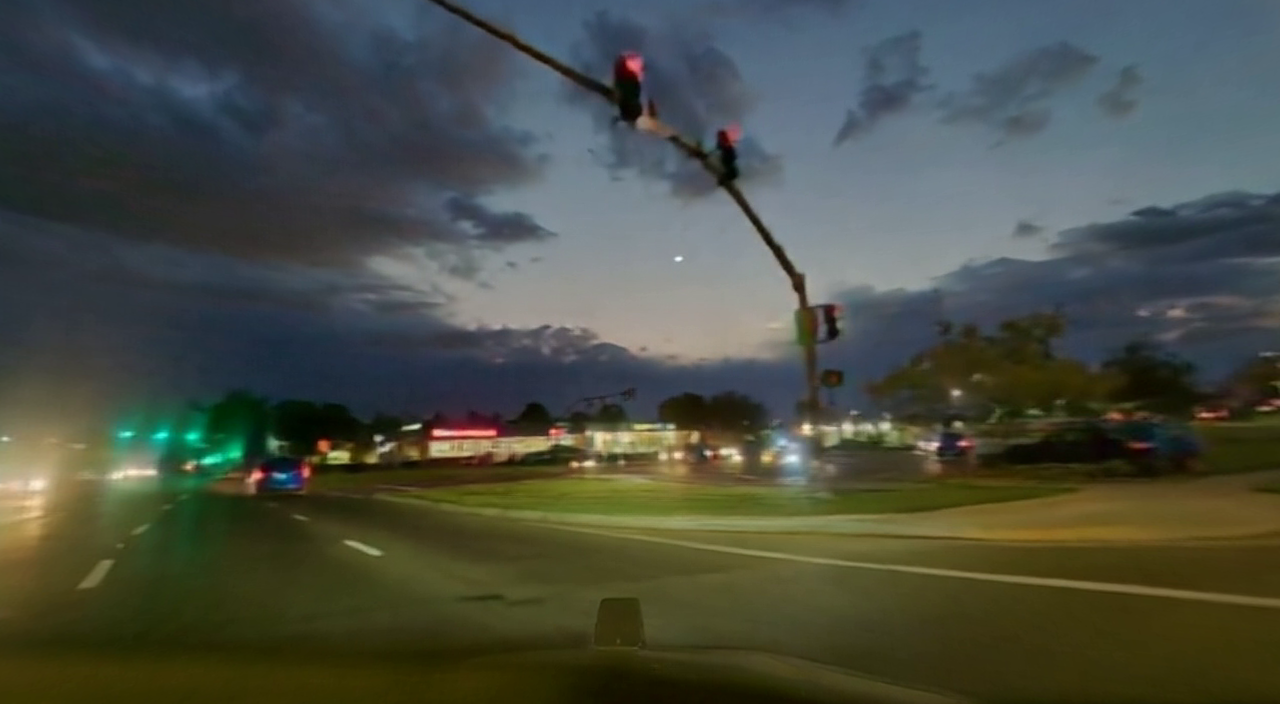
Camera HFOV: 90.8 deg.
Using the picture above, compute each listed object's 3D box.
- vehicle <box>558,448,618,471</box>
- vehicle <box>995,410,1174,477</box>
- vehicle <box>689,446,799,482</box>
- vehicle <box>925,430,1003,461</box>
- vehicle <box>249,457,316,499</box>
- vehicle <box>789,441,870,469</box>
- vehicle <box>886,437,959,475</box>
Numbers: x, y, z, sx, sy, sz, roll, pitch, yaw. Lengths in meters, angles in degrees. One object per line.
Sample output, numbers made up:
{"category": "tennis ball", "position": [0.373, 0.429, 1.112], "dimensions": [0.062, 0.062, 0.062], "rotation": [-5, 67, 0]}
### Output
{"category": "vehicle", "position": [-3.734, 7.493, 44.465], "dimensions": [2.046, 1.481, 4.936], "rotation": [5, -10, -34]}
{"category": "vehicle", "position": [11.342, 2.442, 16.439], "dimensions": [1.893, 1.489, 3.430], "rotation": [3, -11, -7]}
{"category": "vehicle", "position": [4.494, 4.750, 27.157], "dimensions": [4.355, 1.398, 2.085], "rotation": [5, -10, -33]}
{"category": "vehicle", "position": [18.606, 5.375, 36.252], "dimensions": [4.178, 1.533, 1.992], "rotation": [8, -11, -29]}
{"category": "vehicle", "position": [-15.827, 5.481, 27.891], "dimensions": [1.969, 1.555, 4.431], "rotation": [6, -10, -36]}
{"category": "vehicle", "position": [10.514, 5.660, 35.024], "dimensions": [4.199, 1.459, 1.997], "rotation": [5, -10, -33]}
{"category": "vehicle", "position": [17.112, 6.243, 38.215], "dimensions": [4.377, 1.433, 1.867], "rotation": [-2, 3, -32]}
